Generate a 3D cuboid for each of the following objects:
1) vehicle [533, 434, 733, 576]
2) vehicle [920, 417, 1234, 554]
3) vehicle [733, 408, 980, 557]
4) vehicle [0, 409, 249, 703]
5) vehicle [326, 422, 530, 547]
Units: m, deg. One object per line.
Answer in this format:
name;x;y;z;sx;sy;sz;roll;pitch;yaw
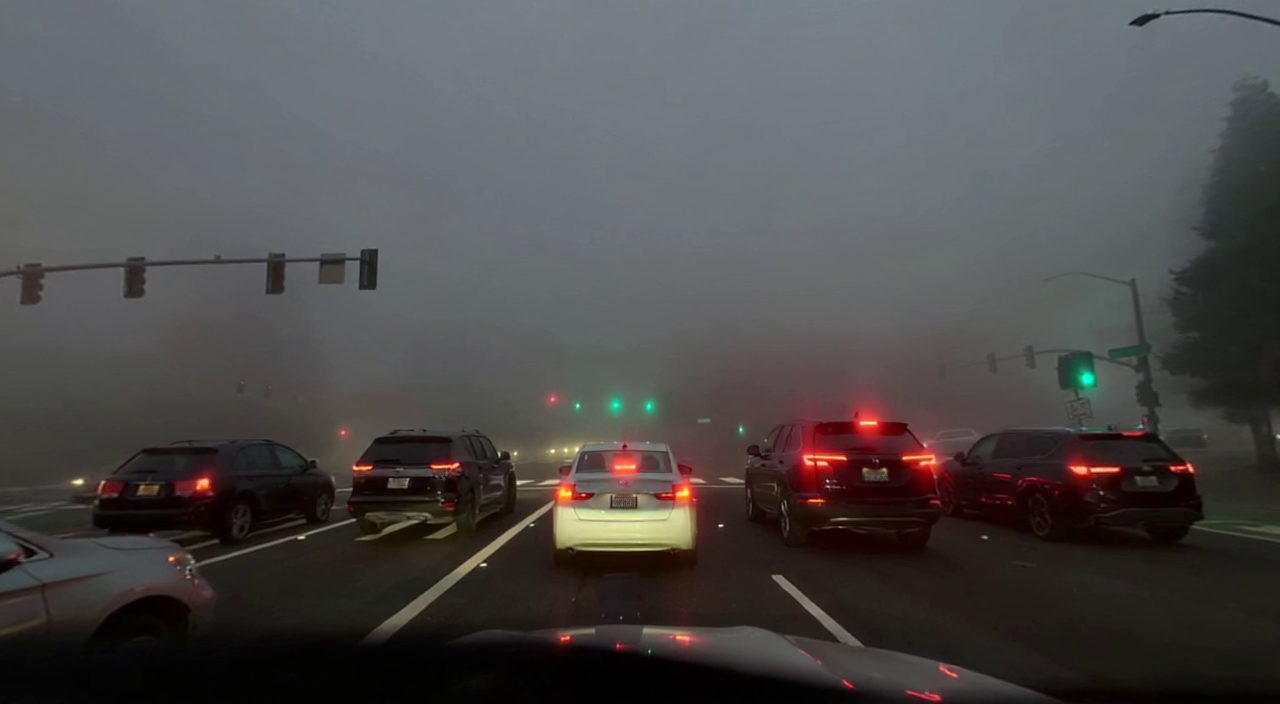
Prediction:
vehicle;-0.106;1.908;8.677;2.098;1.461;3.958;0;-8;-1
vehicle;6.468;1.999;10.123;1.945;1.706;4.190;0;-8;-1
vehicle;2.954;1.897;9.898;2.138;1.778;4.422;0;-8;-2
vehicle;-3.168;0.789;1.165;2.045;1.463;4.490;0;-8;0
vehicle;-3.320;2.156;10.955;2.033;1.714;4.278;0;-8;0
